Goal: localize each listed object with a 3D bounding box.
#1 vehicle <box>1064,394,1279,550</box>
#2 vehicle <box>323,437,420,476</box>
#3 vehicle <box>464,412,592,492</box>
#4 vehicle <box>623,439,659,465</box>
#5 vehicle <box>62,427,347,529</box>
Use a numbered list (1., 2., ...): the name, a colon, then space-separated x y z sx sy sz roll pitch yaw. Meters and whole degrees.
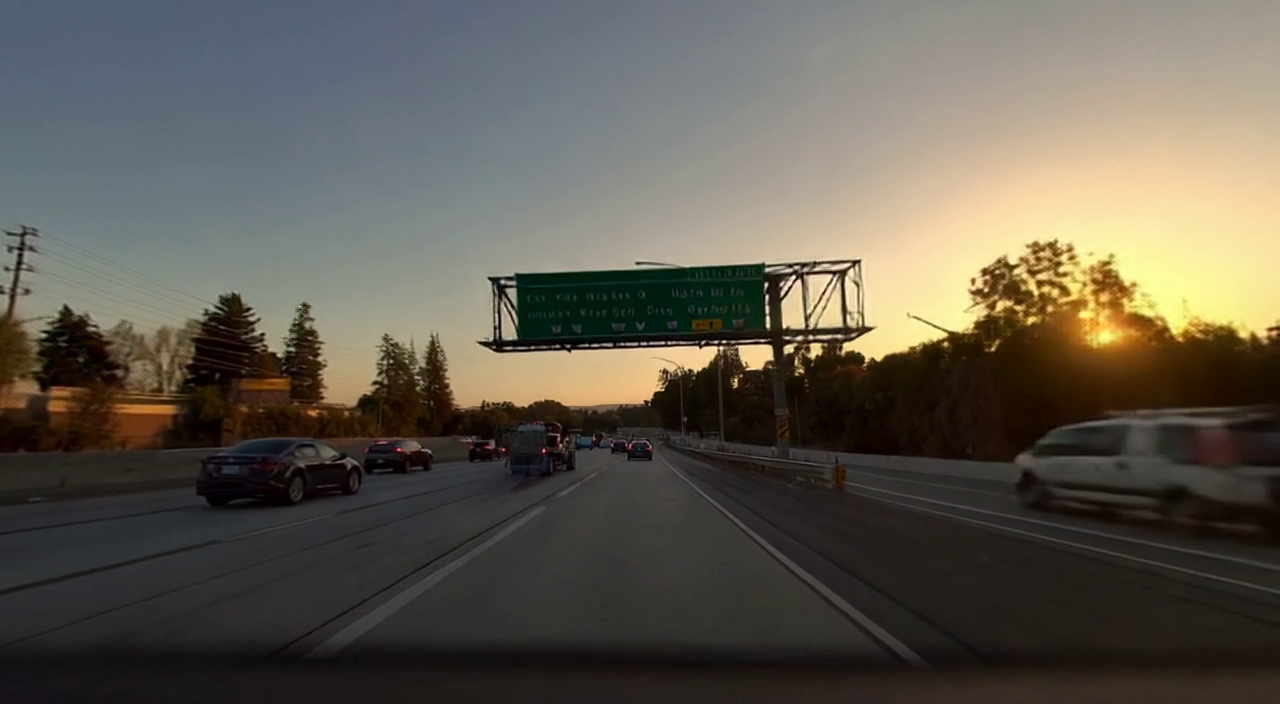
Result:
1. vehicle: 10.978 2.133 11.582 2.244 2.374 5.762 0 -8 0
2. vehicle: -10.957 4.284 26.060 1.884 1.453 4.579 0 -8 2
3. vehicle: -3.222 3.130 19.980 2.815 2.092 6.526 0 -8 0
4. vehicle: 0.114 5.889 37.270 2.013 1.444 4.447 0 -8 2
5. vehicle: -7.463 2.183 11.499 1.964 1.481 4.425 0 -8 1
